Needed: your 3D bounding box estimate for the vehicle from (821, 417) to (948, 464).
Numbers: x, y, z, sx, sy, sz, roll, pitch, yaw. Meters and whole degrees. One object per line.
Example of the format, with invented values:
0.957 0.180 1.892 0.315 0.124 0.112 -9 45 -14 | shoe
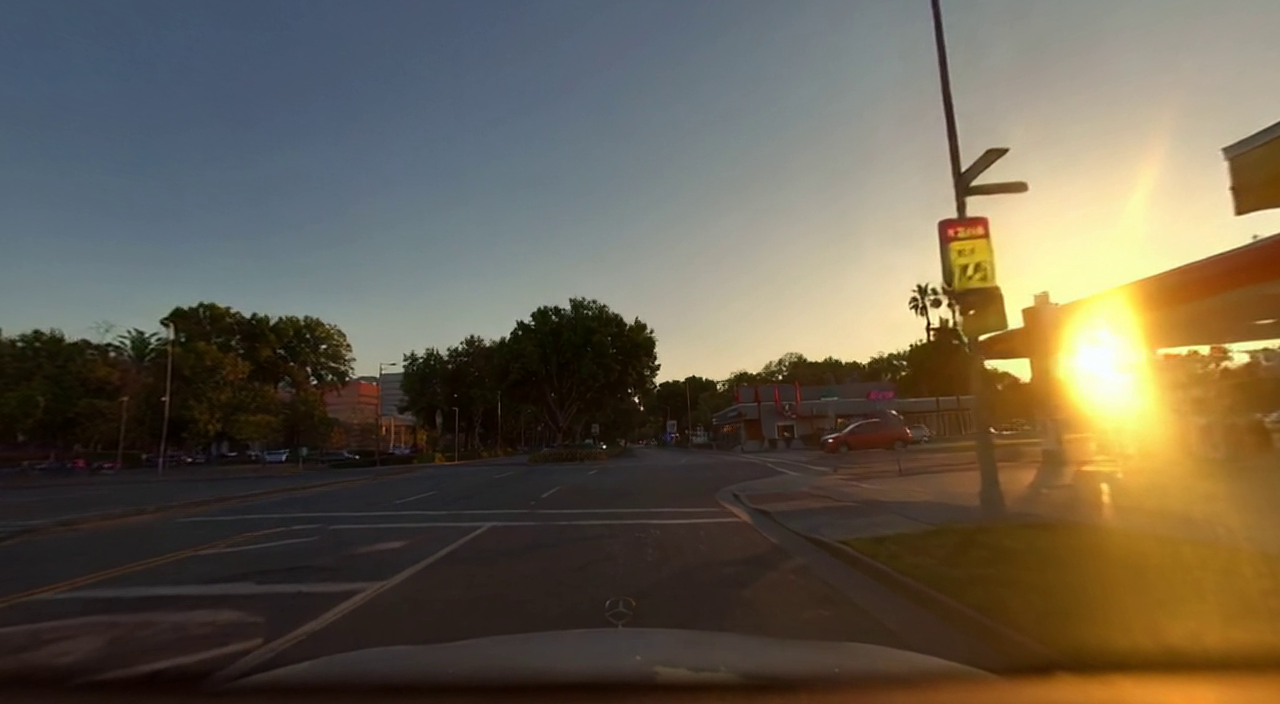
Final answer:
10.634 3.894 27.690 4.640 1.800 2.026 -2 -8 -1 | vehicle
